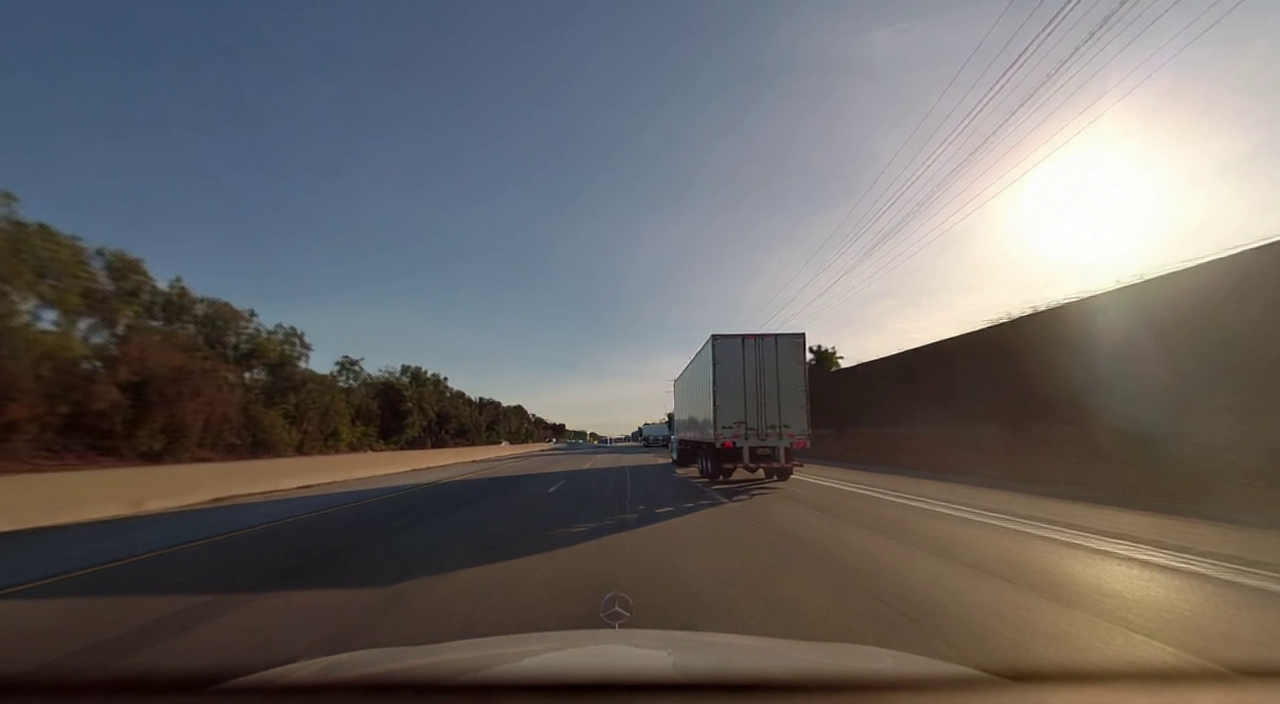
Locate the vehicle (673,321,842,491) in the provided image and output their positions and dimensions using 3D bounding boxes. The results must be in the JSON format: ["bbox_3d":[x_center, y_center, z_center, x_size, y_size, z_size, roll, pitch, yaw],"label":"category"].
[{"bbox_3d":[3.153,2.224,22.192,2.905,4.080,14.157,0,-8,-1],"label":"vehicle"}]
